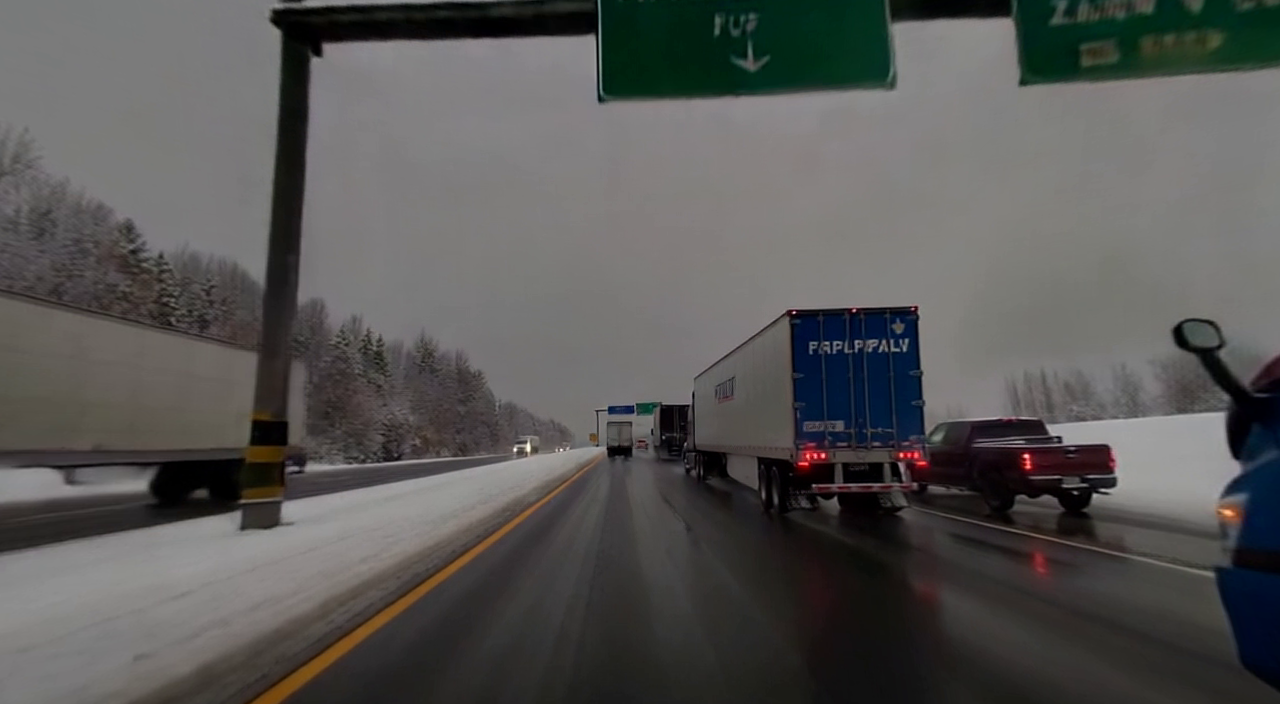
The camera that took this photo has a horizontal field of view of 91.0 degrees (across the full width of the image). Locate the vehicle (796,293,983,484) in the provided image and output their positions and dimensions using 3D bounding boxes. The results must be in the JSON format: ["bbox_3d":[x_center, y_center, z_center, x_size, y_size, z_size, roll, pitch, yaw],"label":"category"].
[{"bbox_3d":[4.210,0.688,11.057,2.244,3.047,2.035,0,-8,-2],"label":"vehicle"}]

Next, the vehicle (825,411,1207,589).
[{"bbox_3d":[4.531,1.557,7.517,4.253,1.543,2.045,4,-9,-31],"label":"vehicle"}]

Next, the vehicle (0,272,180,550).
[{"bbox_3d":[-12.264,0.722,8.590,2.972,4.669,12.286,0,-8,-2],"label":"vehicle"}]

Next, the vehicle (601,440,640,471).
[{"bbox_3d":[-1.010,5.340,32.648,1.943,1.491,3.459,0,-8,-1],"label":"vehicle"}]

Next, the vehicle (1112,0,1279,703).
[{"bbox_3d":[4.047,-0.403,0.143,2.951,3.857,5.902,0,-8,-2],"label":"vehicle"}]
